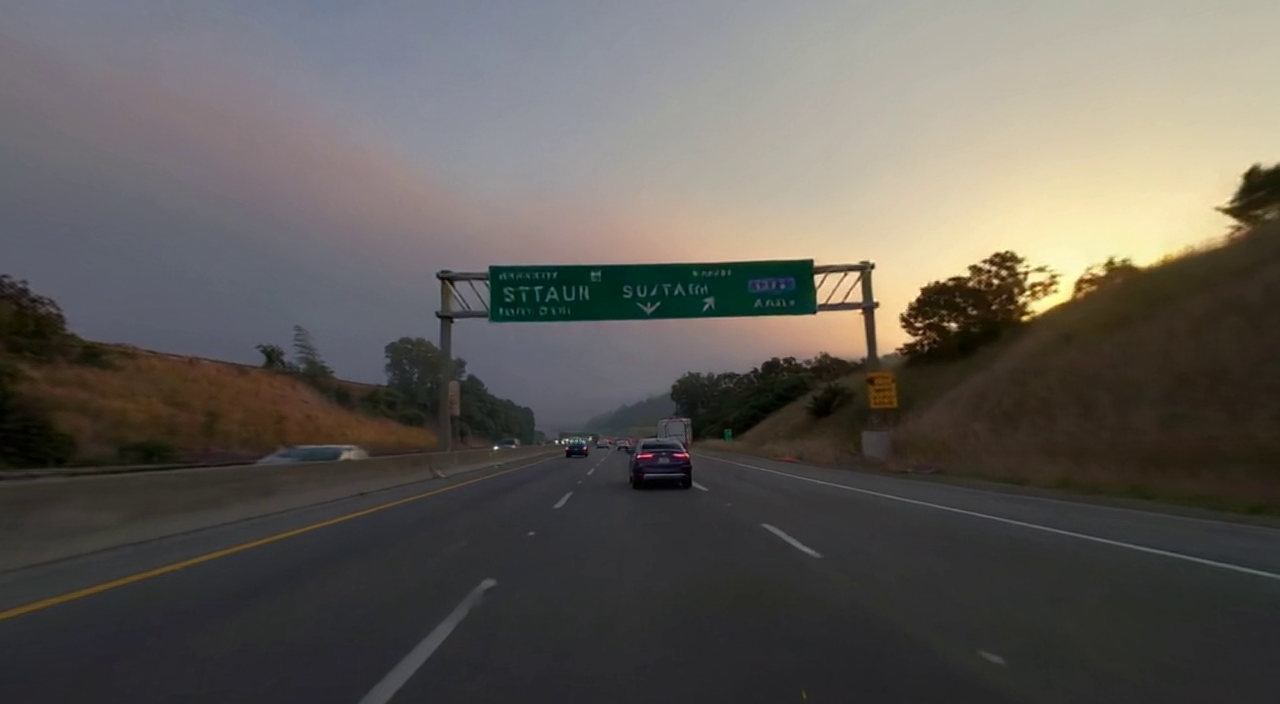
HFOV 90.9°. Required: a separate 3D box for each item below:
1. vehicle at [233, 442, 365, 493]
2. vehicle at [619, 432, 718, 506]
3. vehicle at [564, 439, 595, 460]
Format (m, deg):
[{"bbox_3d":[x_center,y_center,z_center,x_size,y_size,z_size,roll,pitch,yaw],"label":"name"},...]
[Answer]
[{"bbox_3d":[-11.412,3.849,21.536,2.060,1.505,4.442,0,-8,-1],"label":"vehicle"},{"bbox_3d":[0.502,2.708,15.306,1.961,1.495,4.743,0,-8,-3],"label":"vehicle"},{"bbox_3d":[-4.523,7.397,47.996,2.055,1.466,4.317,0,-8,-2],"label":"vehicle"}]
